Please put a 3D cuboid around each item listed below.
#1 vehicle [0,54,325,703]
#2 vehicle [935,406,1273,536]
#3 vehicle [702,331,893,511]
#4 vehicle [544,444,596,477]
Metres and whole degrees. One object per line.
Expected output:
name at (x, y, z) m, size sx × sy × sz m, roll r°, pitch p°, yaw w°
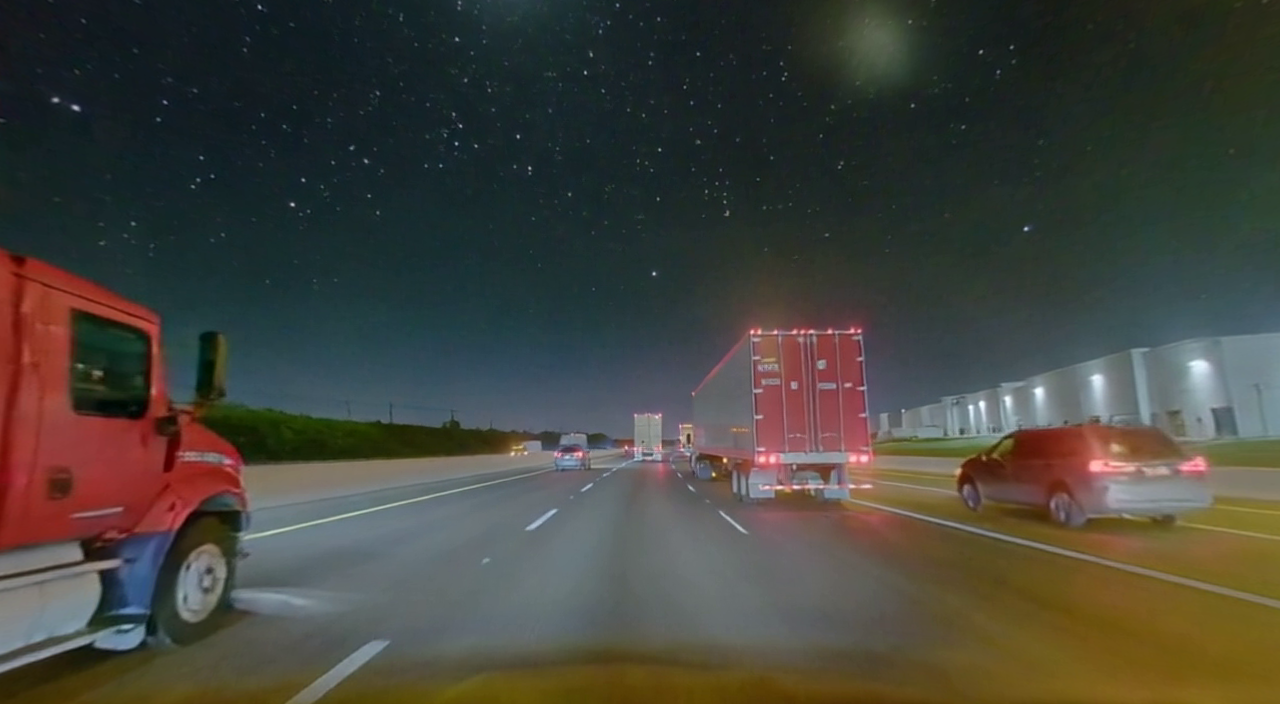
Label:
vehicle at (-3.717, 0.159, 1.403) m, size 2.557 × 2.855 × 6.674 m, roll 0°, pitch -9°, yaw 0°
vehicle at (8.244, 2.191, 12.322) m, size 2.216 × 1.918 × 5.742 m, roll 0°, pitch -9°, yaw 0°
vehicle at (4.119, 2.483, 20.711) m, size 2.951 × 3.974 × 13.340 m, roll 0°, pitch -8°, yaw 1°
vehicle at (-3.344, 5.292, 31.115) m, size 2.024 × 1.472 × 4.014 m, roll -1°, pitch -8°, yaw 1°
